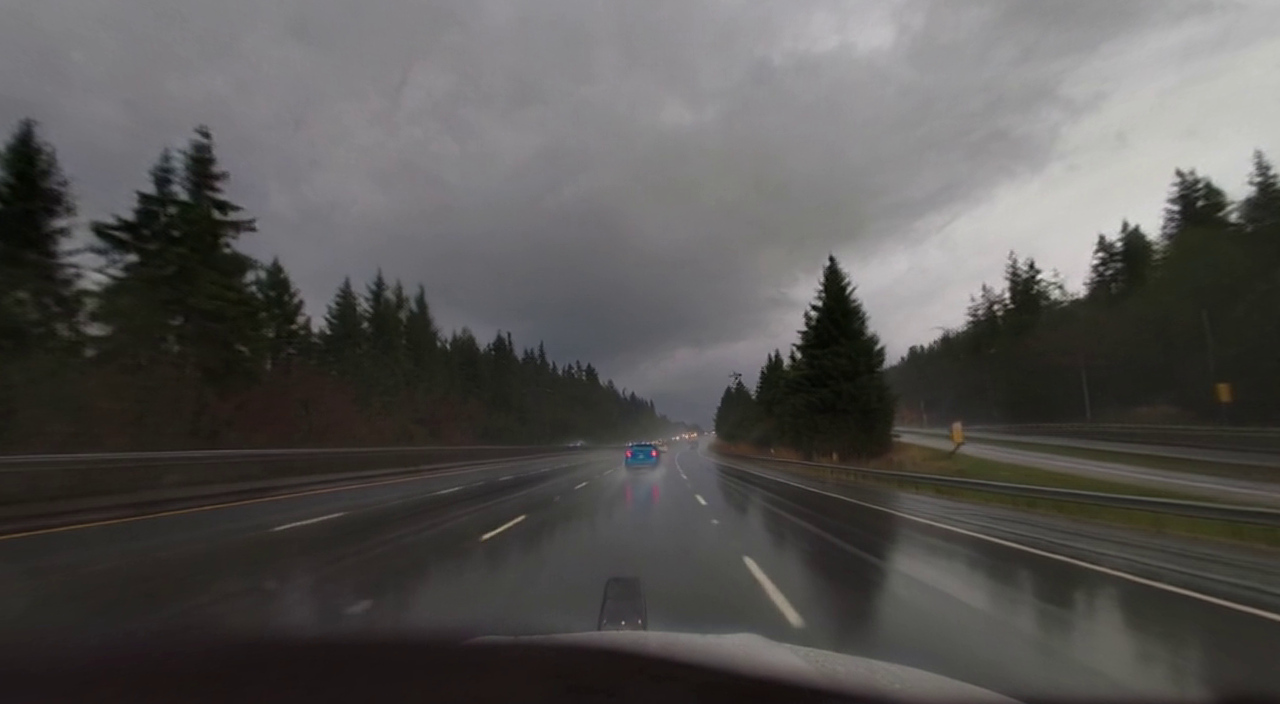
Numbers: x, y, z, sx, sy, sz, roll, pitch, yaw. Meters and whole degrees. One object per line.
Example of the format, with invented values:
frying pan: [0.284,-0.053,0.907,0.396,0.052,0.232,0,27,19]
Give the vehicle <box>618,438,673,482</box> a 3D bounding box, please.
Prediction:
vehicle: [0.323,4.549,26.704,2.133,1.686,4.203,-1,-8,3]
